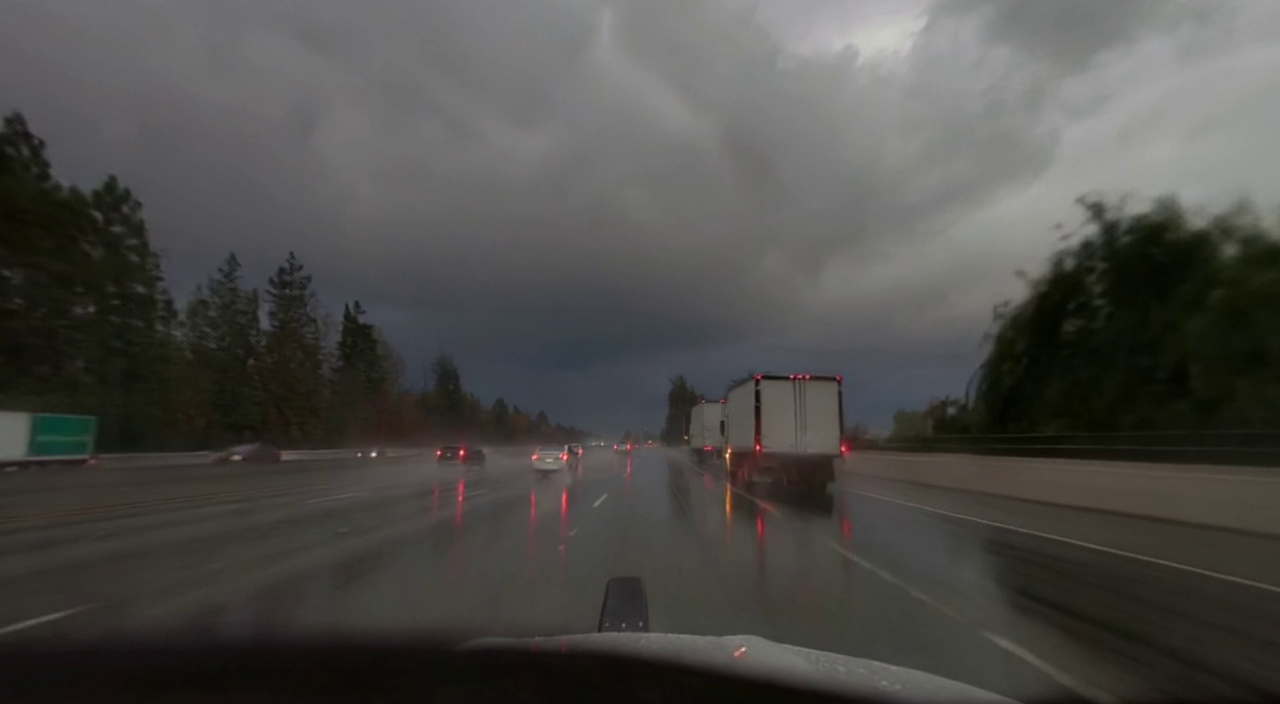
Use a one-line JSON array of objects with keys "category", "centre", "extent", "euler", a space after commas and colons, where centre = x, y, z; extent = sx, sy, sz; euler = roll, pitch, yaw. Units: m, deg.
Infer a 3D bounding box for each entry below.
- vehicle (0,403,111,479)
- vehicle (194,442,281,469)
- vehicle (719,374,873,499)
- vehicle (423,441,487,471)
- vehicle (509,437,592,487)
[{"category": "vehicle", "centre": [-35.866, 4.579, 32.342], "extent": [2.911, 4.023, 16.399], "euler": [0, -8, 2]}, {"category": "vehicle", "centre": [-27.886, 7.157, 44.008], "extent": [2.155, 1.732, 5.806], "euler": [0, -8, 2]}, {"category": "vehicle", "centre": [4.245, 2.562, 19.003], "extent": [2.732, 3.052, 7.118], "euler": [0, -8, 0]}, {"category": "vehicle", "centre": [-9.720, 5.473, 33.508], "extent": [1.899, 1.465, 4.589], "euler": [0, -8, 1]}, {"category": "vehicle", "centre": [-2.791, 3.550, 20.738], "extent": [1.981, 1.473, 4.317], "euler": [0, -8, 2]}]
